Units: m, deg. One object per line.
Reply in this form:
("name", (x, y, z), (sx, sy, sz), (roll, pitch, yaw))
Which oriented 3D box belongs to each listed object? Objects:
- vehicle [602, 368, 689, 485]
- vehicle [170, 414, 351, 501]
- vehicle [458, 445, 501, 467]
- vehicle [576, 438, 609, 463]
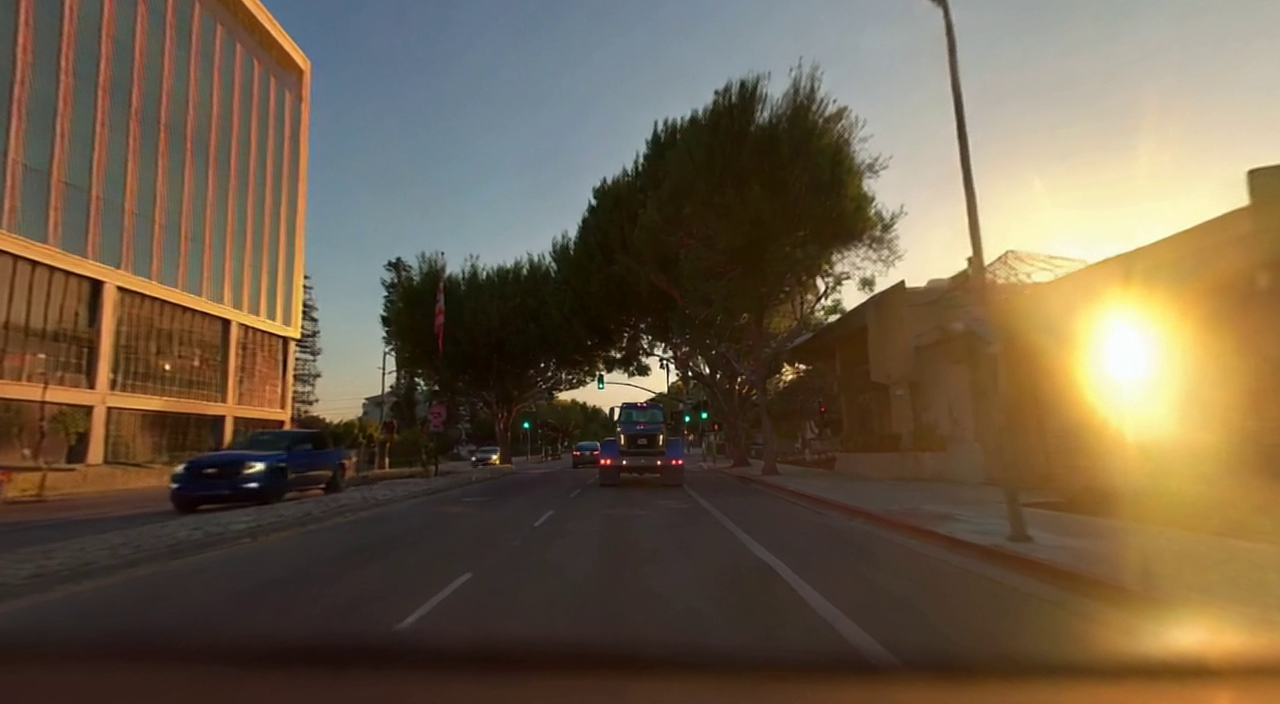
("vehicle", (0.184, 3.041, 24.387), (2.552, 3.461, 11.044), (-1, -9, 0))
("vehicle", (-12.215, 3.471, 21.024), (2.404, 2.444, 5.799), (0, -9, 0))
("vehicle", (-12.066, 7.814, 47.625), (1.941, 1.520, 4.864), (0, -9, 0))
("vehicle", (-3.379, 7.151, 45.631), (2.081, 1.688, 4.235), (0, -9, 0))
